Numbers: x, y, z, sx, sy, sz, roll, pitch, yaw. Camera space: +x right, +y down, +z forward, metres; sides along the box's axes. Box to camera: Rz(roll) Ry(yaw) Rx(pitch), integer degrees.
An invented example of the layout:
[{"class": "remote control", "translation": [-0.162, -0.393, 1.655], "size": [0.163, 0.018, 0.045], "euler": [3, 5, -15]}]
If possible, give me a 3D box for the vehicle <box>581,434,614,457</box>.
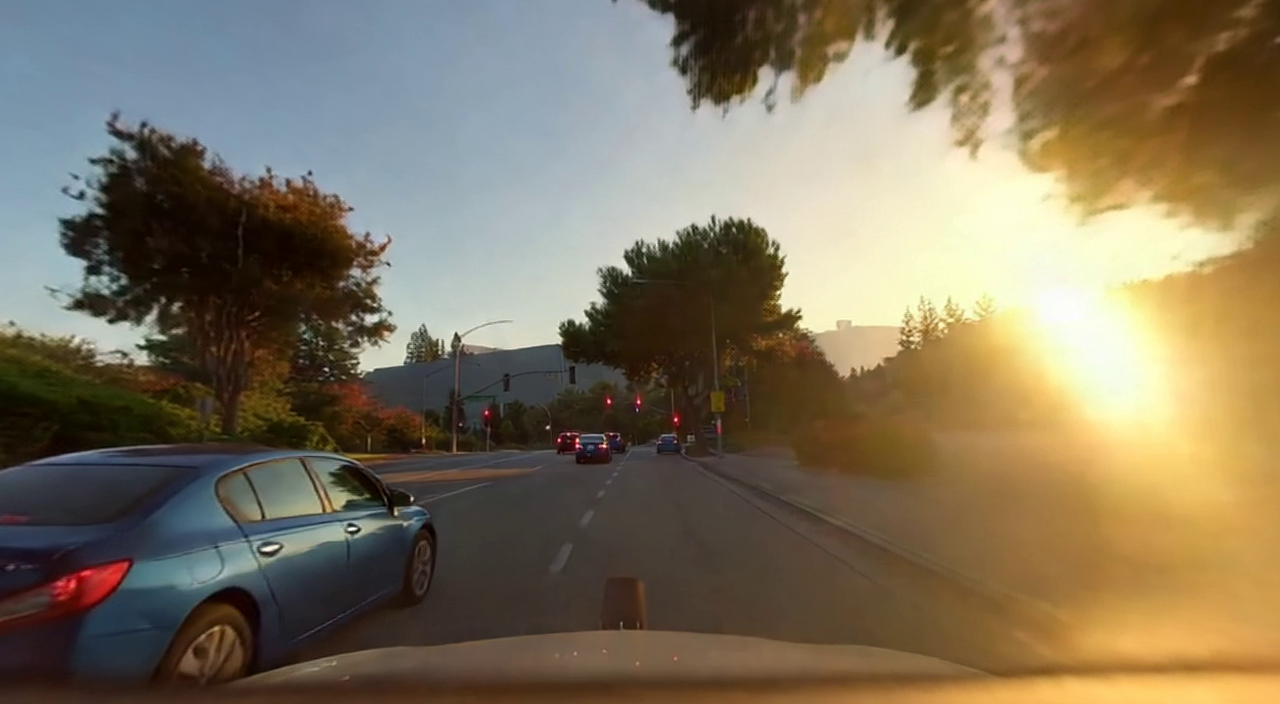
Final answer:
[{"class": "vehicle", "translation": [-2.930, 6.616, 44.650], "size": [1.979, 1.492, 3.930], "euler": [0, -9, 1]}]
